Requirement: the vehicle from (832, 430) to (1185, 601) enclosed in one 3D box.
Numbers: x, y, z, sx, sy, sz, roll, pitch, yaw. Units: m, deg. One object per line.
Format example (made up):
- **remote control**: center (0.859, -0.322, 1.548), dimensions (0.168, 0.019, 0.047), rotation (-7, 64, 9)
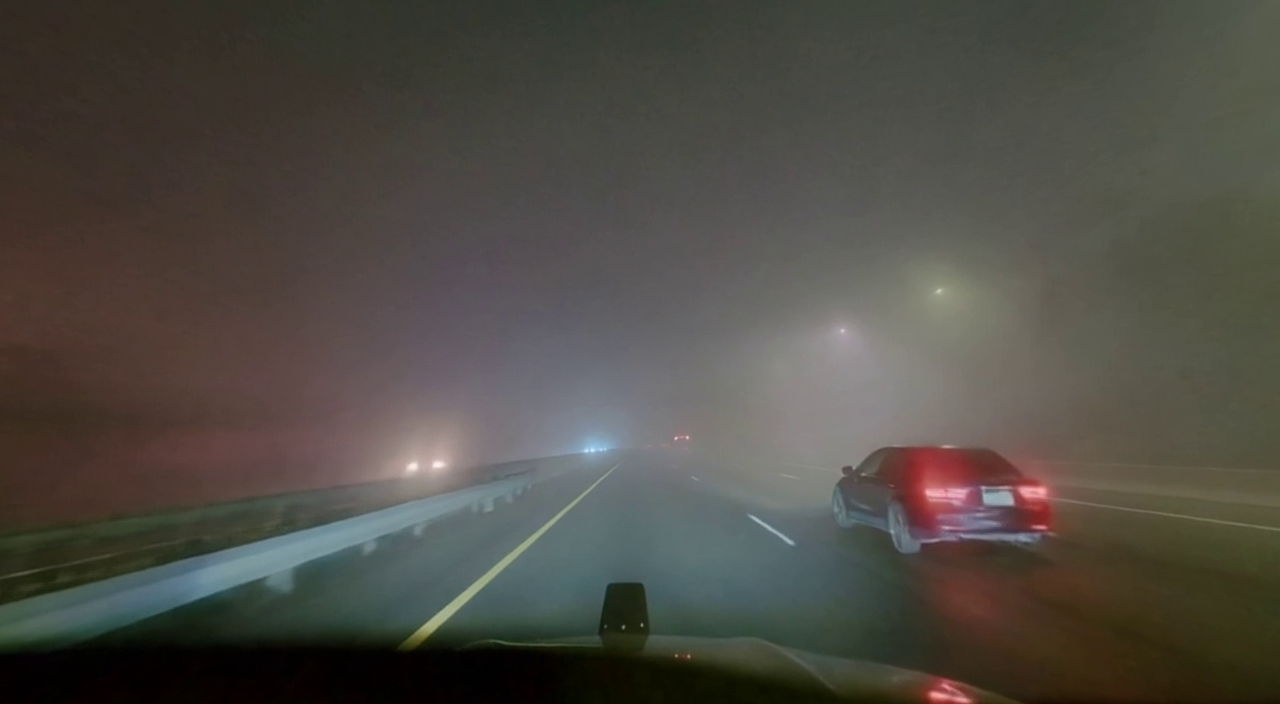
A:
- **vehicle**: center (3.679, 1.645, 7.242), dimensions (1.683, 1.400, 3.868), rotation (0, -8, 0)
